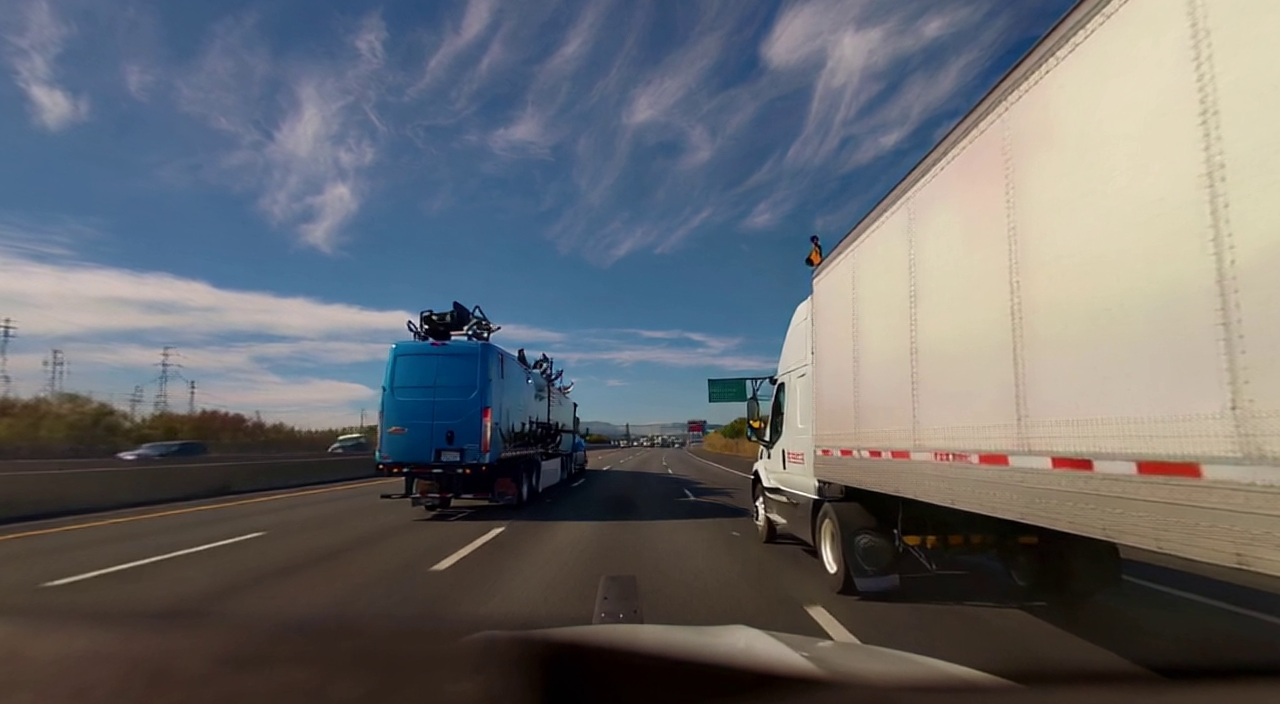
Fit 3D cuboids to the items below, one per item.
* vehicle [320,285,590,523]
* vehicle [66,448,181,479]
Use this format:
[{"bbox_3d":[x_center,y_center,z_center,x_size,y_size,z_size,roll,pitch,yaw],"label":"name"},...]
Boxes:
[{"bbox_3d":[-3.794,2.048,19.051,2.939,4.132,16.303,0,-8,1],"label":"vehicle"},{"bbox_3d":[-27.839,6.007,34.278,1.938,1.513,4.945,0,-8,2],"label":"vehicle"}]
